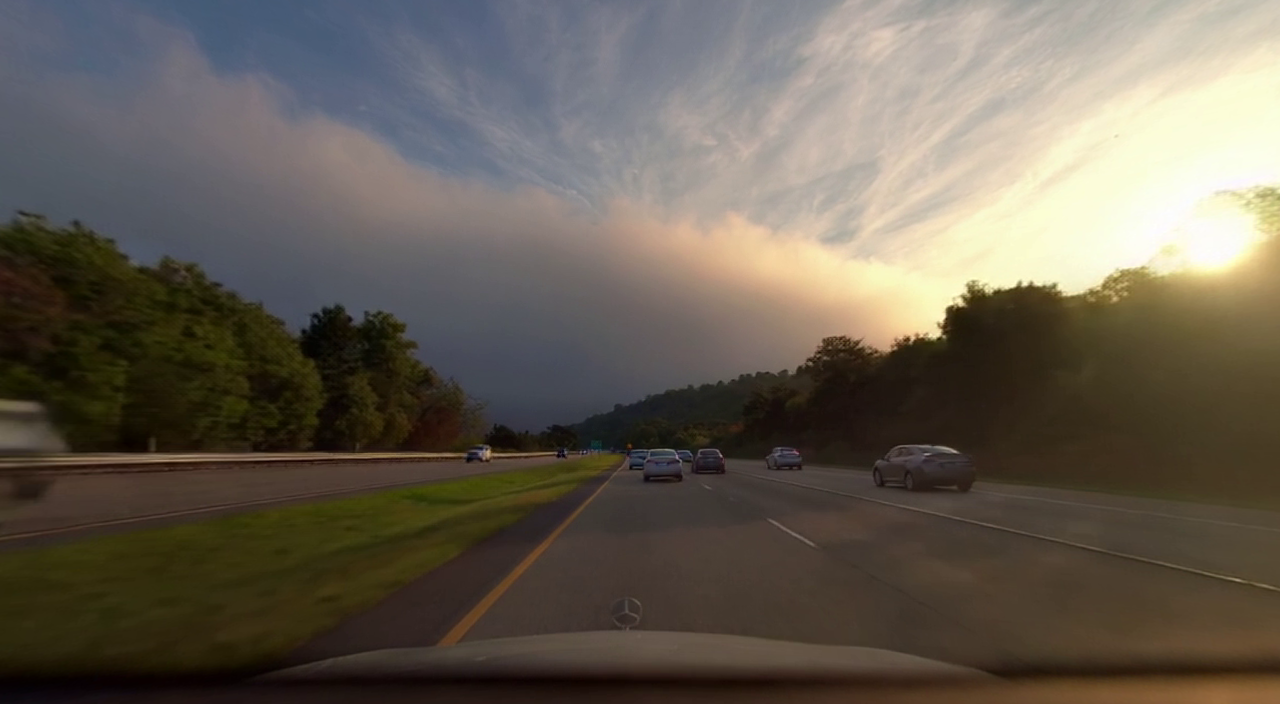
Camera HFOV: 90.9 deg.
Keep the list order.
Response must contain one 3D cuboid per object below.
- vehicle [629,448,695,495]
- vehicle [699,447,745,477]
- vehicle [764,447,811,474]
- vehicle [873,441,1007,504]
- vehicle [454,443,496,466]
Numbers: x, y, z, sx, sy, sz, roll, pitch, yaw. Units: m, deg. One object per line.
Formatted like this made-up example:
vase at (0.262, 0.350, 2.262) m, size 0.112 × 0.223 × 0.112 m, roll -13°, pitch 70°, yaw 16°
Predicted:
vehicle at (0.677, 3.959, 21.247) m, size 2.020 × 1.426 × 3.702 m, roll 0°, pitch -9°, yaw 0°
vehicle at (4.416, 5.992, 34.509) m, size 1.981 × 1.518 × 4.029 m, roll 0°, pitch -9°, yaw 0°
vehicle at (9.184, 6.760, 39.523) m, size 1.957 × 1.594 × 3.632 m, roll 0°, pitch -9°, yaw -1°
vehicle at (8.249, 3.320, 17.746) m, size 1.847 × 1.554 × 3.752 m, roll 0°, pitch -9°, yaw -1°
vehicle at (-12.104, 7.533, 46.426) m, size 1.950 × 1.566 × 4.141 m, roll 0°, pitch -9°, yaw 1°
